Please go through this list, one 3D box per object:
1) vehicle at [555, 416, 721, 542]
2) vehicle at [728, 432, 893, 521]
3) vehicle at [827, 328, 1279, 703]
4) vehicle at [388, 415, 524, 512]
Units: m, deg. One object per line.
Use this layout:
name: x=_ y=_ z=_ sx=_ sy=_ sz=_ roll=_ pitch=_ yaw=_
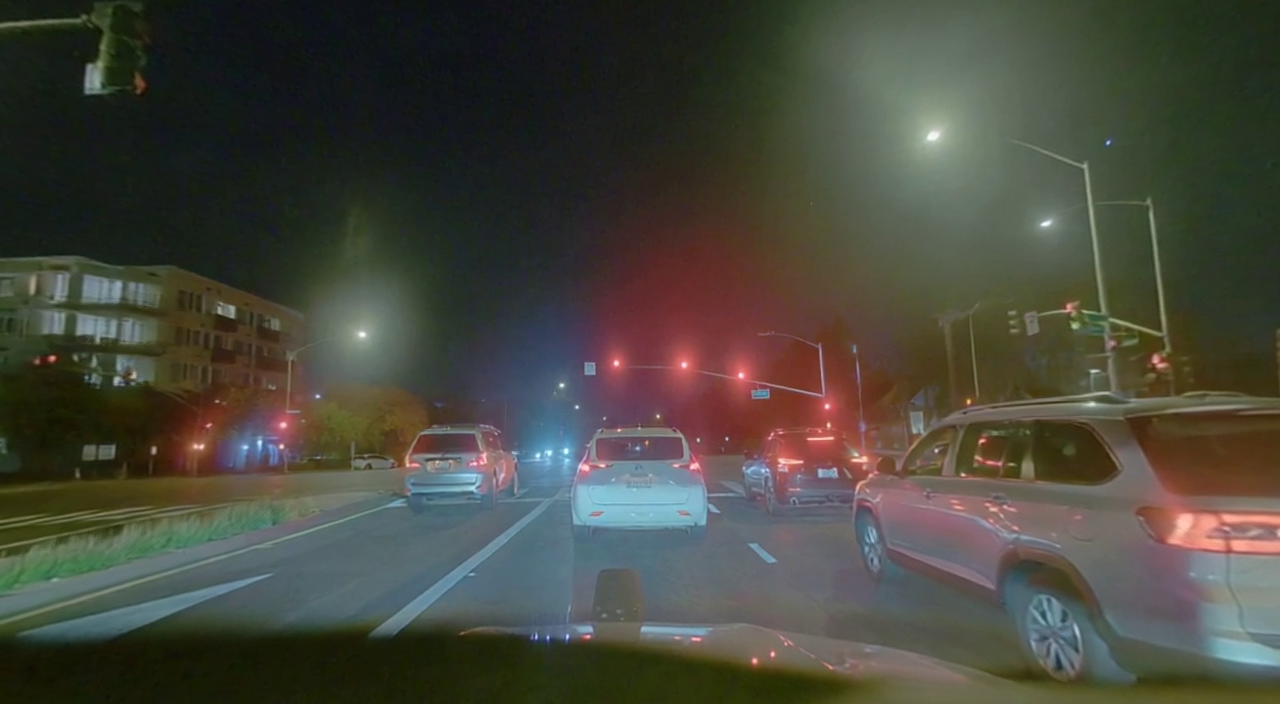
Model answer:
vehicle: x=-0.074 y=1.981 z=10.433 sx=2.188 sy=1.637 sz=4.027 roll=0 pitch=-8 yaw=-1
vehicle: x=3.157 y=2.411 z=12.804 sx=2.001 sy=1.463 sz=4.398 roll=0 pitch=-8 yaw=-2
vehicle: x=3.021 y=1.073 z=4.287 sx=2.103 sy=1.701 sz=4.294 roll=0 pitch=-8 yaw=-1
vehicle: x=-3.957 y=2.475 z=14.459 sx=2.021 sy=1.837 sz=4.448 roll=1 pitch=-8 yaw=-4
